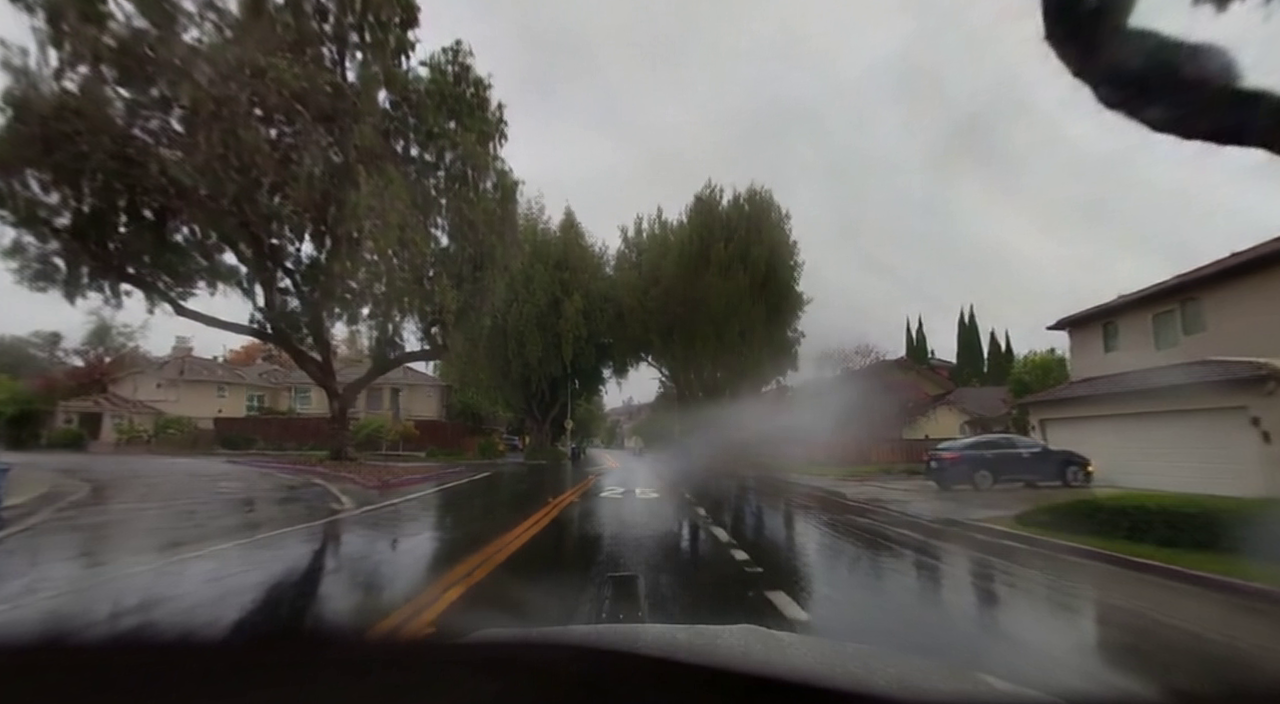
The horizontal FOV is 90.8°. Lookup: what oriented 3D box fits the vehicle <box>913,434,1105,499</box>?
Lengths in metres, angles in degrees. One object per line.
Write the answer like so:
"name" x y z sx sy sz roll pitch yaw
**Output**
"vehicle" 10.849 3.369 18.854 4.453 1.590 1.861 -3 -6 2
